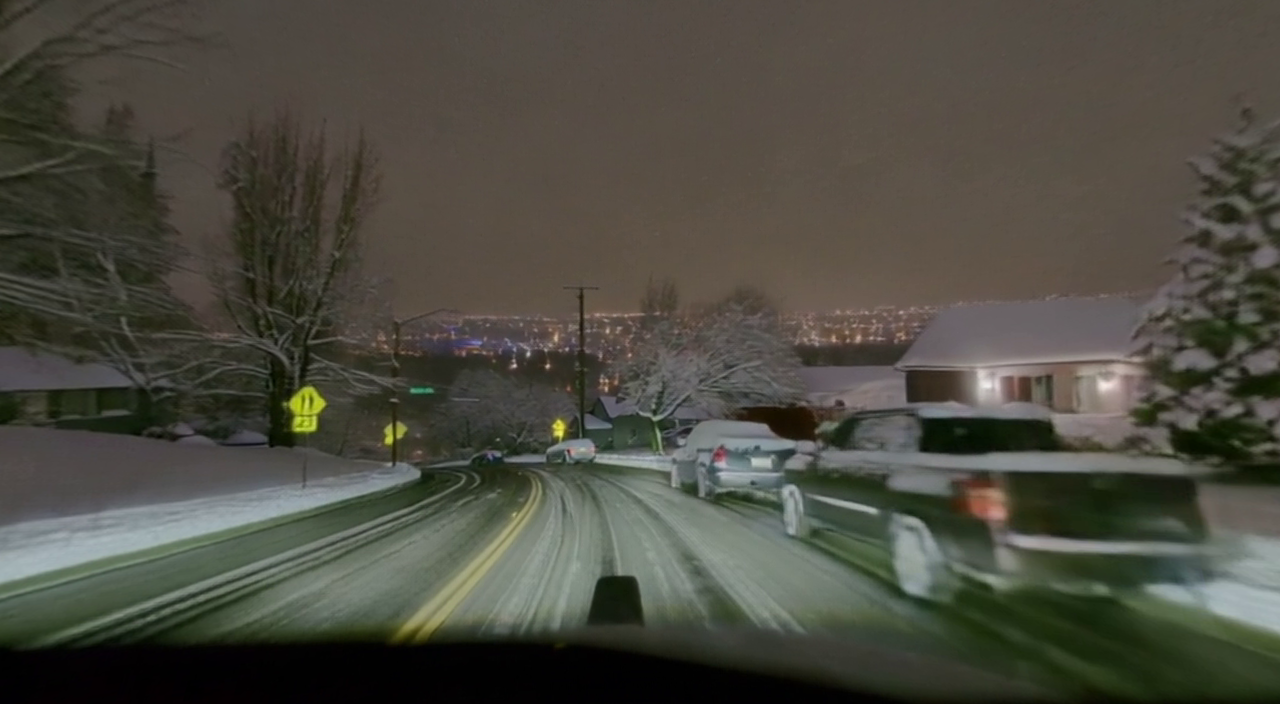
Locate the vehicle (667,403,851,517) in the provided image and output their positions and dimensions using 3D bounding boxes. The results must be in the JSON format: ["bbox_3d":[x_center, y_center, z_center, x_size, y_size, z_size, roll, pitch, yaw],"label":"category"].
[{"bbox_3d":[2.110,2.177,13.227,2.180,1.849,5.423,0,-8,-7],"label":"vehicle"}]

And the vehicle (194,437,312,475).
[{"bbox_3d":[-18.714,5.048,30.794,4.464,1.681,1.906,2,-9,-16],"label":"vehicle"}]

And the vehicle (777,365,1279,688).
[{"bbox_3d":[2.863,1.240,5.745,1.965,1.663,4.744,0,-8,-2],"label":"vehicle"}]
